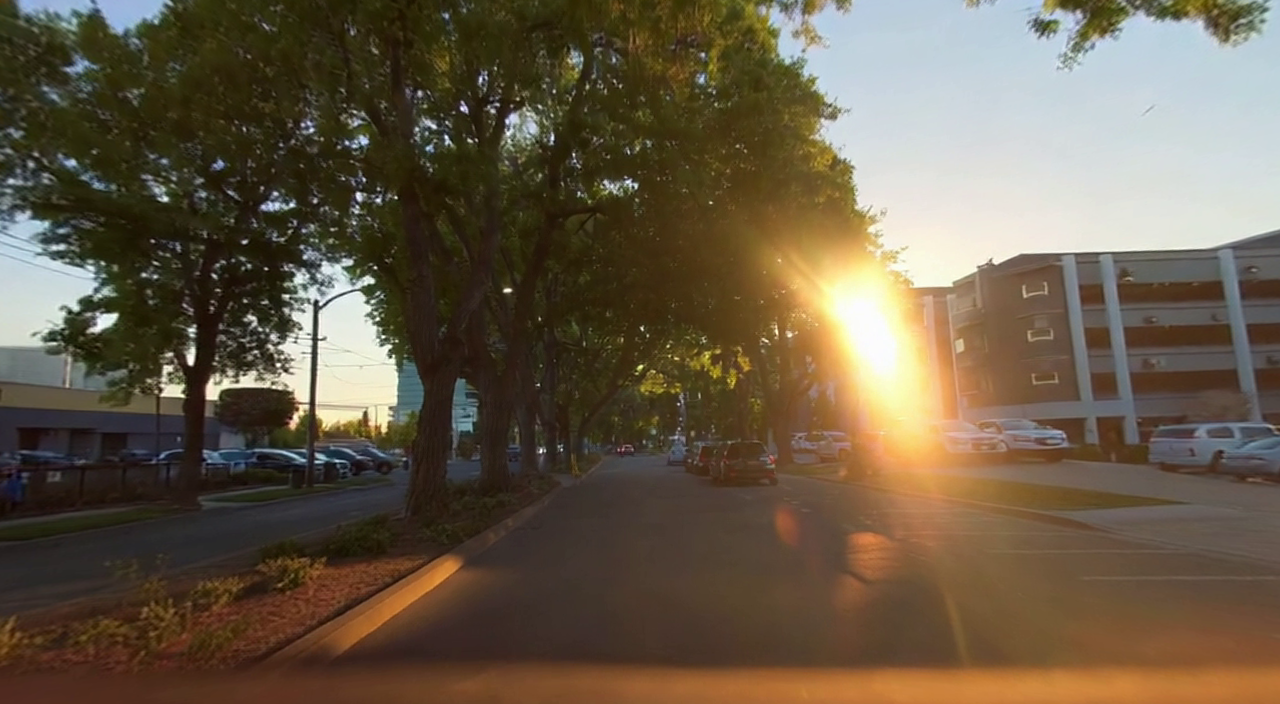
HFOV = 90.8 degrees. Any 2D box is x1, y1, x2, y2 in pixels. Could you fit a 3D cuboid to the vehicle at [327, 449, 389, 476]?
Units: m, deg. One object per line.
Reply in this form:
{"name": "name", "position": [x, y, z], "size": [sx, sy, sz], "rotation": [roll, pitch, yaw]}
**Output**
{"name": "vehicle", "position": [-17.900, 7.025, 40.324], "size": [1.850, 1.531, 4.256], "rotation": [0, -8, 2]}

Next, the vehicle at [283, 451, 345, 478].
{"name": "vehicle", "position": [-20.903, 7.211, 40.662], "size": [1.880, 1.617, 3.870], "rotation": [0, -8, 0]}

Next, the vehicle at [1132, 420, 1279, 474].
{"name": "vehicle", "position": [25.110, 4.107, 27.528], "size": [5.596, 2.168, 2.307], "rotation": [2, -7, -5]}

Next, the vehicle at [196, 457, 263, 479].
{"name": "vehicle", "position": [-29.402, 8.309, 45.458], "size": [1.849, 1.444, 4.533], "rotation": [0, -9, -2]}

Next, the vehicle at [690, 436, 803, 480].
{"name": "vehicle", "position": [4.546, 4.459, 26.885], "size": [4.626, 1.723, 1.939], "rotation": [5, -10, -33]}

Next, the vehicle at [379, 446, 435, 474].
{"name": "vehicle", "position": [-15.057, 6.954, 41.062], "size": [1.888, 1.657, 4.138], "rotation": [-1, -8, 3]}

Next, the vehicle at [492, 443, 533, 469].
{"name": "vehicle", "position": [-8.584, 7.025, 42.886], "size": [1.993, 1.640, 4.457], "rotation": [0, -8, -2]}

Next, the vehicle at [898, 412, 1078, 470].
{"name": "vehicle", "position": [13.194, 3.407, 24.210], "size": [5.540, 2.045, 2.259], "rotation": [0, -8, -3]}
